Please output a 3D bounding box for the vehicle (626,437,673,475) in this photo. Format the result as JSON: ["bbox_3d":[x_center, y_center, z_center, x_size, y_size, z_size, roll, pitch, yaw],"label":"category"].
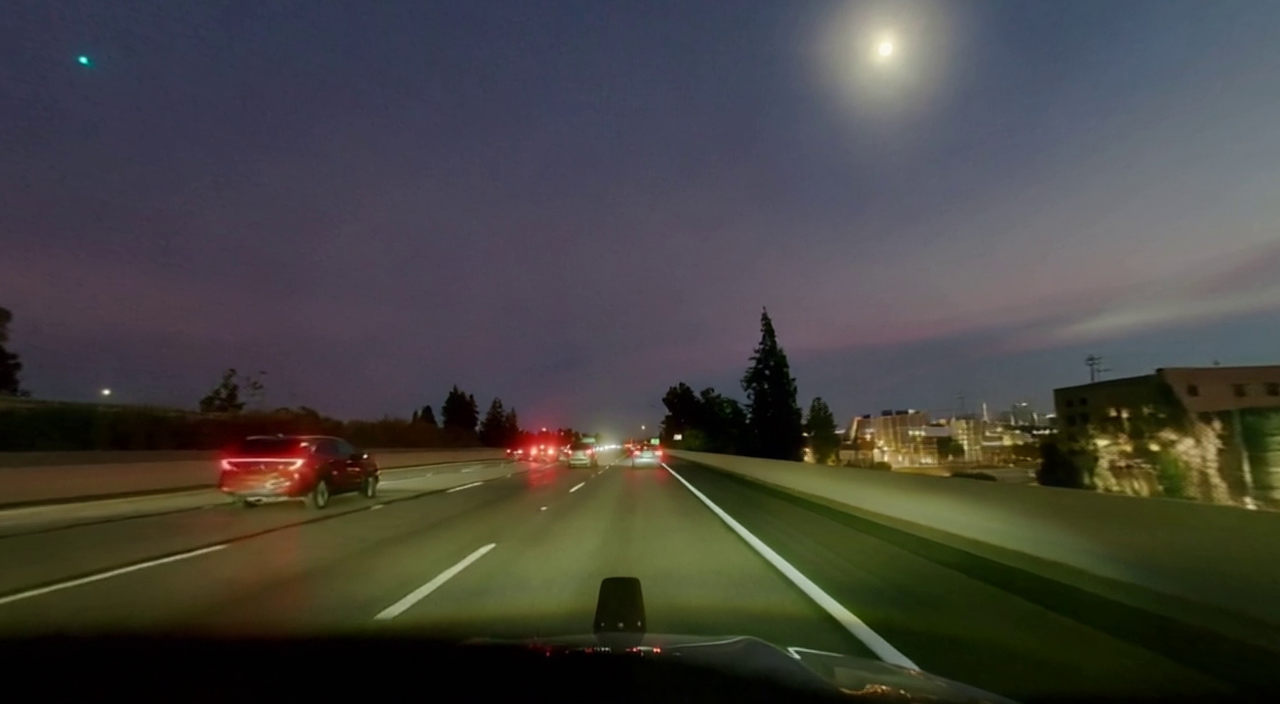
[{"bbox_3d":[0.443,5.089,31.211,2.135,1.697,4.757,0,-8,0],"label":"vehicle"}]

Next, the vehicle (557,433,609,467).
[{"bbox_3d":[-3.650,6.432,41.551,2.751,2.050,5.761,0,-8,1],"label":"vehicle"}]

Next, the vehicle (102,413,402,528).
[{"bbox_3d":[-7.625,2.415,13.565,2.521,1.901,5.988,0,-8,2],"label":"vehicle"}]
